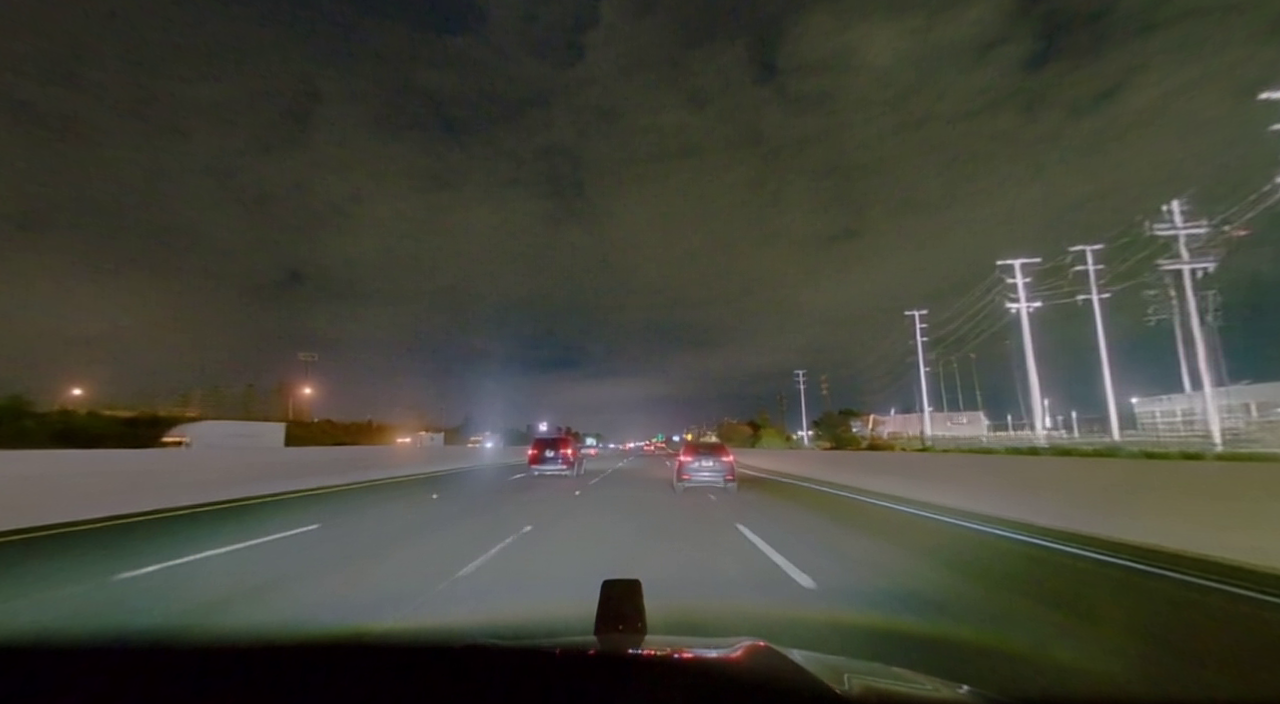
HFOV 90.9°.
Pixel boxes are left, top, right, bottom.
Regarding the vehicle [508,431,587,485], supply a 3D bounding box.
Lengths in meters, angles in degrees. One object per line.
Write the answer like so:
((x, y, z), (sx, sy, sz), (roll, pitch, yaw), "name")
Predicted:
((-3.224, 3.812, 23.024), (2.125, 1.764, 4.393), (0, -8, 1), "vehicle")

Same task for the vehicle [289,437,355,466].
((-22.894, 7.149, 45.592), (2.258, 1.959, 4.897), (0, -8, -1), "vehicle")

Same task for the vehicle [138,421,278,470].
((-32.608, 7.193, 48.510), (2.955, 3.302, 11.152), (0, -8, -1), "vehicle")

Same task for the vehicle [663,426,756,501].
((1.686, 2.899, 16.793), (2.134, 1.733, 4.049), (0, -8, 2), "vehicle")
